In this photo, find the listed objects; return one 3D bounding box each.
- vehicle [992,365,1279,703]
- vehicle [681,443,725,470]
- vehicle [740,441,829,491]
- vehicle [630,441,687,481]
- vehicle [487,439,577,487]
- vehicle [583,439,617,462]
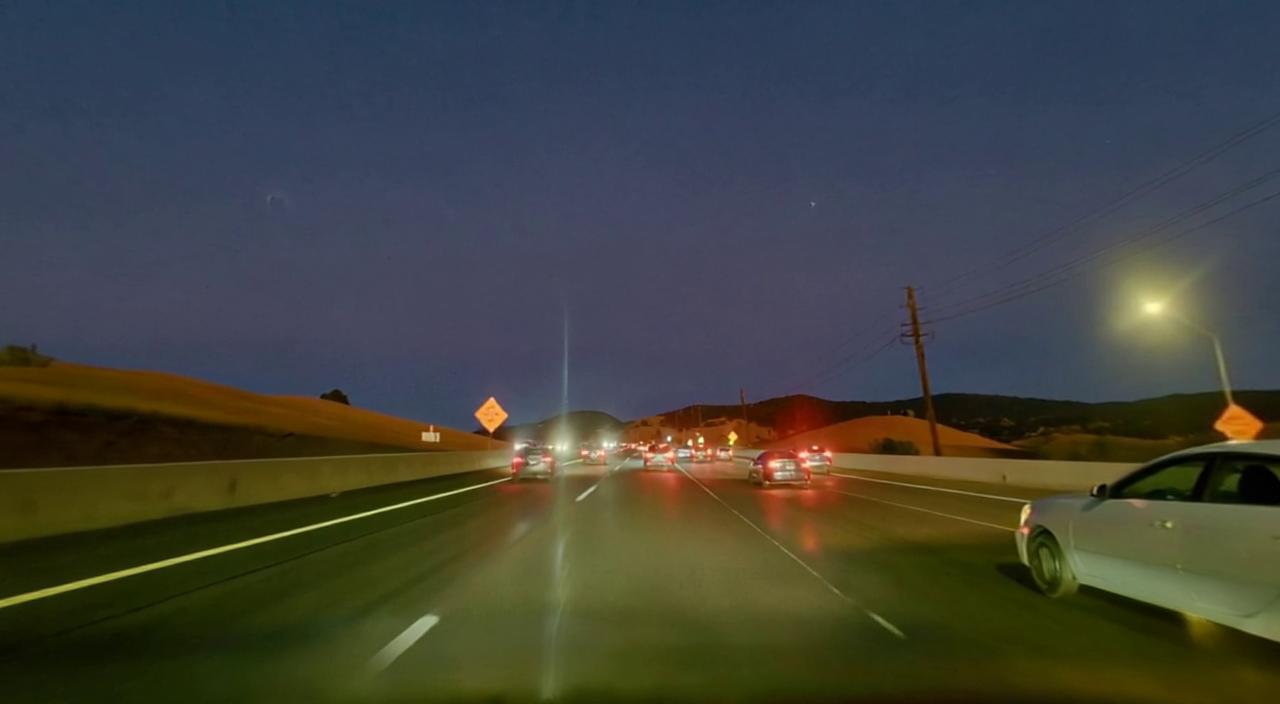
[{"bbox_3d":[3.860,0.882,2.720,2.018,1.670,4.658,0,-8,1],"label":"vehicle"},{"bbox_3d":[3.693,6.185,37.574,2.177,1.453,4.205,0,-8,0],"label":"vehicle"},{"bbox_3d":[4.660,3.732,20.988,1.867,1.465,4.093,0,-8,-2],"label":"vehicle"},{"bbox_3d":[0.723,4.444,26.104,2.138,1.473,4.392,0,-8,0],"label":"vehicle"},{"bbox_3d":[-3.555,3.742,21.604,2.232,1.438,4.163,-1,-8,2],"label":"vehicle"},{"bbox_3d":[-3.026,7.659,49.199,2.234,1.675,4.527,-1,-8,2],"label":"vehicle"}]
